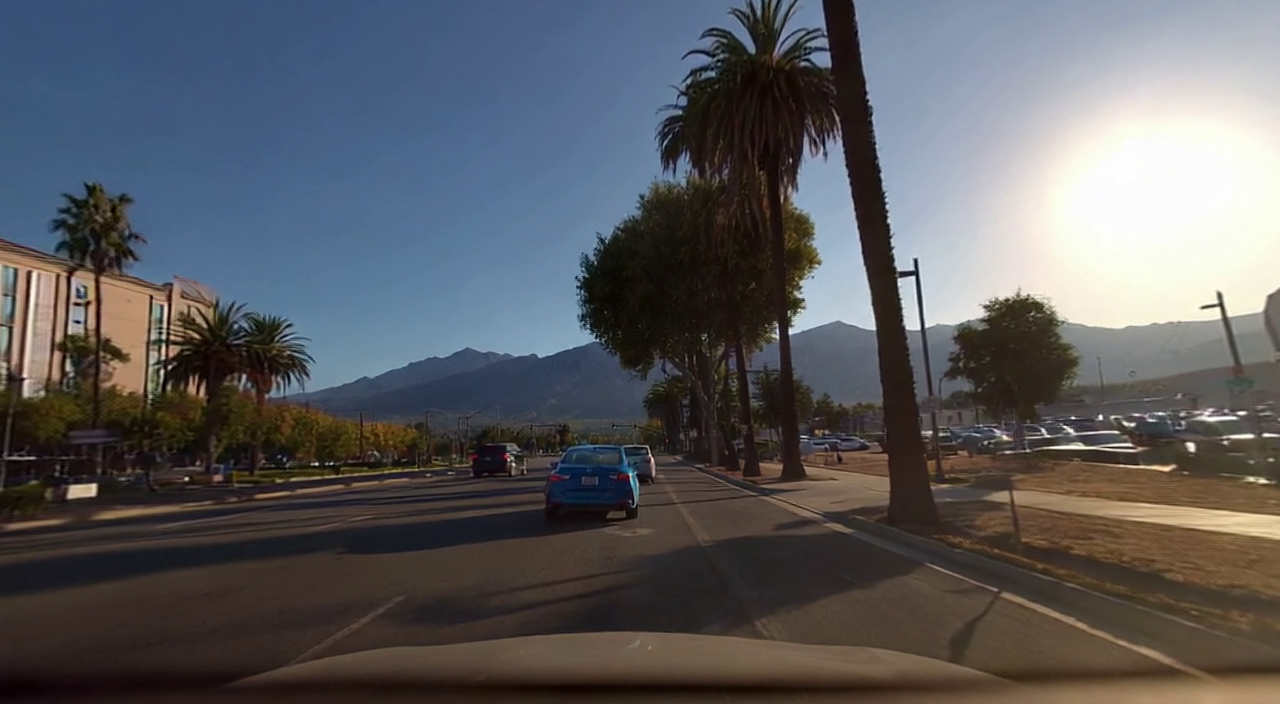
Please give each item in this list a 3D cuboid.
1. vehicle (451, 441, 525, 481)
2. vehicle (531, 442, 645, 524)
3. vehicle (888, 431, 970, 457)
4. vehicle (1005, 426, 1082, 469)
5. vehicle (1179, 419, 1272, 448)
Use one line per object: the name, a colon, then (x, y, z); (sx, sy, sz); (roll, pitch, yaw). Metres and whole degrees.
vehicle: (-7.743, 5.596, 32.765); (2.400, 1.900, 5.325); (0, -8, 1)
vehicle: (-1.015, 2.692, 13.565); (2.067, 1.459, 3.886); (0, -8, -2)
vehicle: (19.049, 6.085, 41.774); (1.925, 1.652, 4.490); (6, -10, -35)
vehicle: (15.874, 3.728, 24.741); (1.961, 1.526, 4.640); (-7, -11, 37)
vehicle: (38.297, 5.359, 41.389); (4.321, 1.578, 1.958); (-3, -8, -7)
